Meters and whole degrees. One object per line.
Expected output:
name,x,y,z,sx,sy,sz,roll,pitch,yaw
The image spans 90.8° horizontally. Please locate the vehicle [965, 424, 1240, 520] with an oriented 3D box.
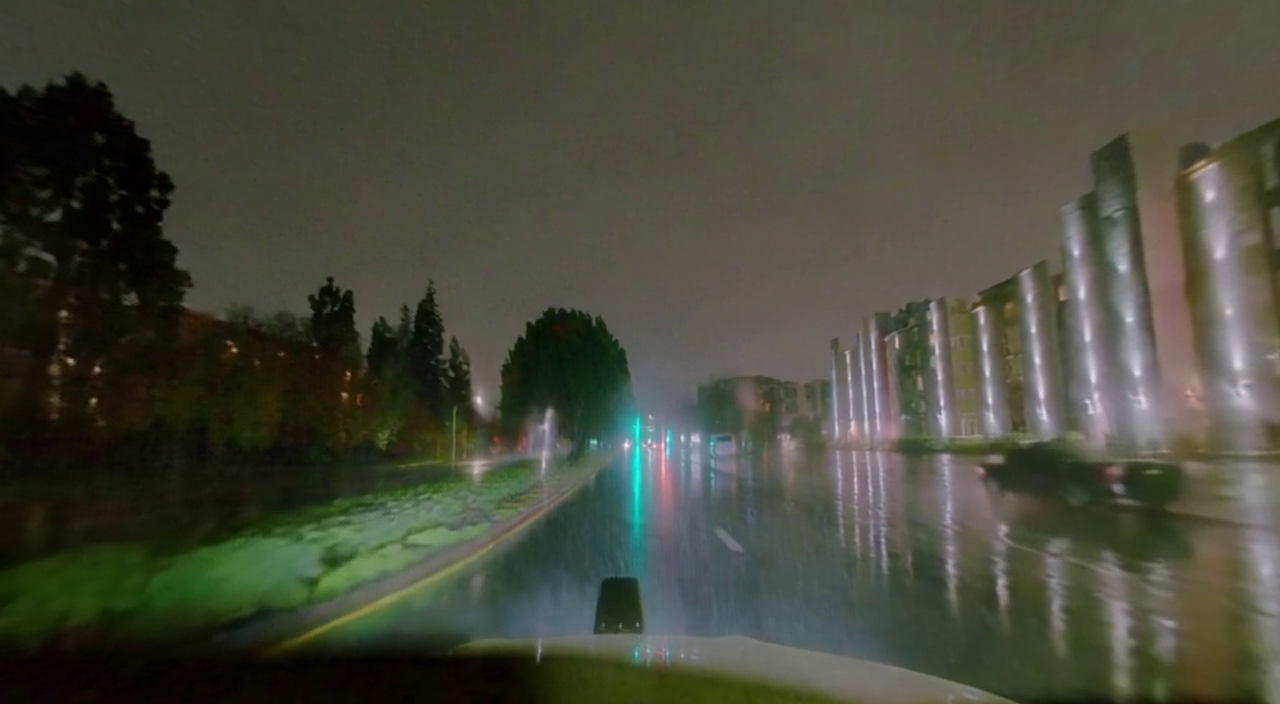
vehicle,9.782,2.571,14.105,2.065,1.732,5.036,1,-9,-4
